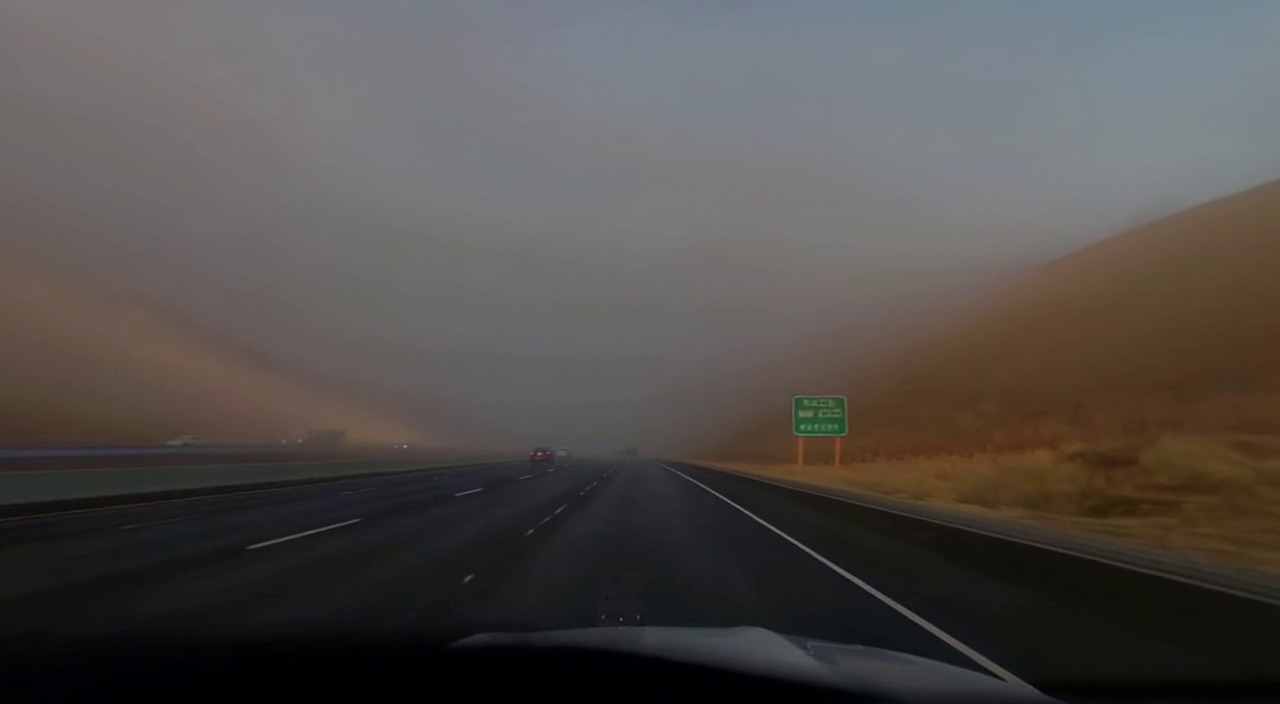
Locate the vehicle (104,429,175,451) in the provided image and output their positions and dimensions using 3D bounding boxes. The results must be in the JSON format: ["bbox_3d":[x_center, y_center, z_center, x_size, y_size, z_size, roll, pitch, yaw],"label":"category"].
[{"bbox_3d":[-34.283,6.067,43.275,1.771,1.468,3.865,0,-9,-2],"label":"vehicle"}]
